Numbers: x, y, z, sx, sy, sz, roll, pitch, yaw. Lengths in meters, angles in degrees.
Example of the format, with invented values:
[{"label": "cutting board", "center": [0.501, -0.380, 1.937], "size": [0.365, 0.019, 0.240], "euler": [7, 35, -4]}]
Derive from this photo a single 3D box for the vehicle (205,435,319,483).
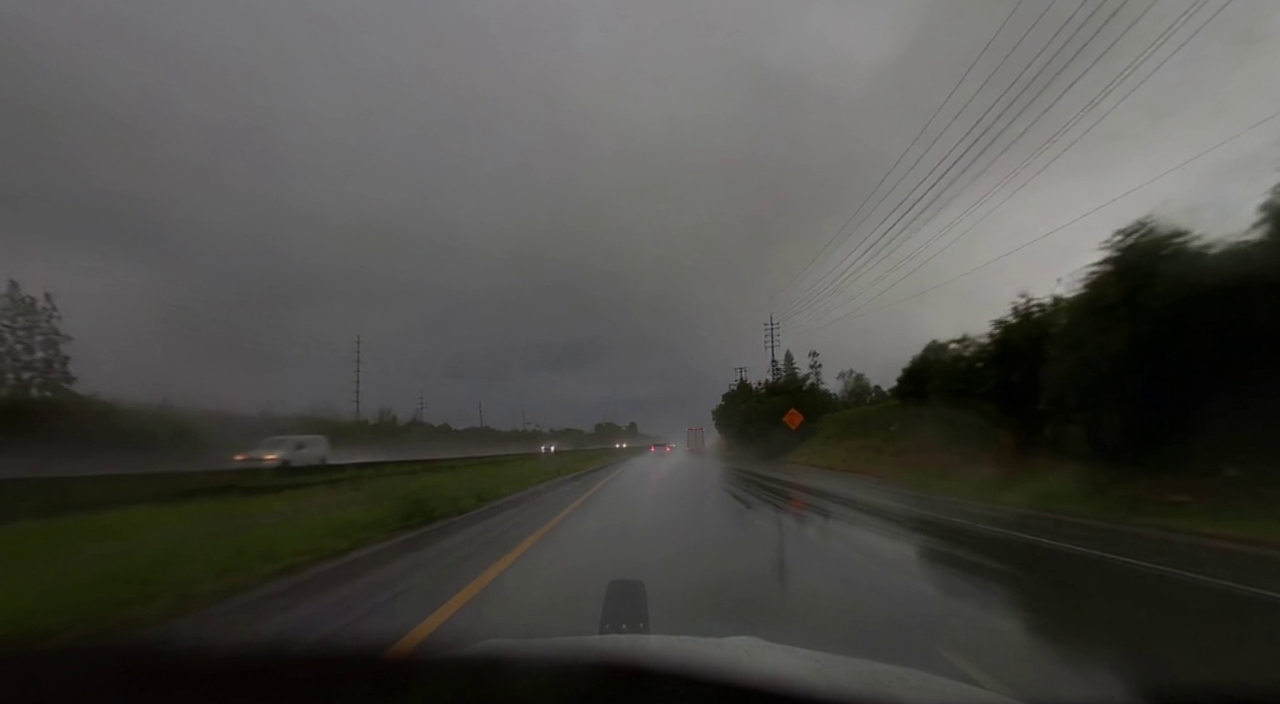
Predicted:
[{"label": "vehicle", "center": [-16.294, 4.634, 27.553], "size": [2.097, 1.887, 4.477], "euler": [-1, -9, 1]}]
